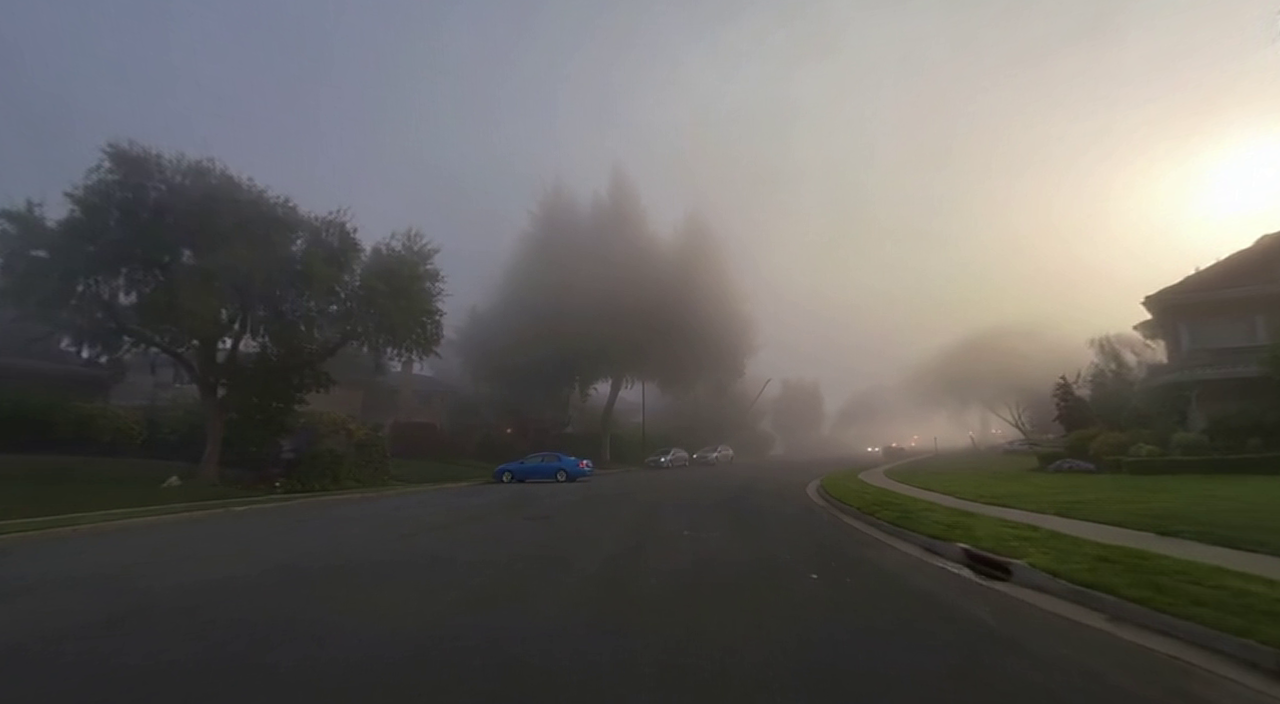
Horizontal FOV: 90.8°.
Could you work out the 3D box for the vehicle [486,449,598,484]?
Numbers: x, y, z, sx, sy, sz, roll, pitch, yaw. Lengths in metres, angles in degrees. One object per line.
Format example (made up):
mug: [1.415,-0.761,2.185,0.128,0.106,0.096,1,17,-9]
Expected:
vehicle: [-4.391,5.143,28.634,4.653,1.480,1.871,-2,-9,13]
